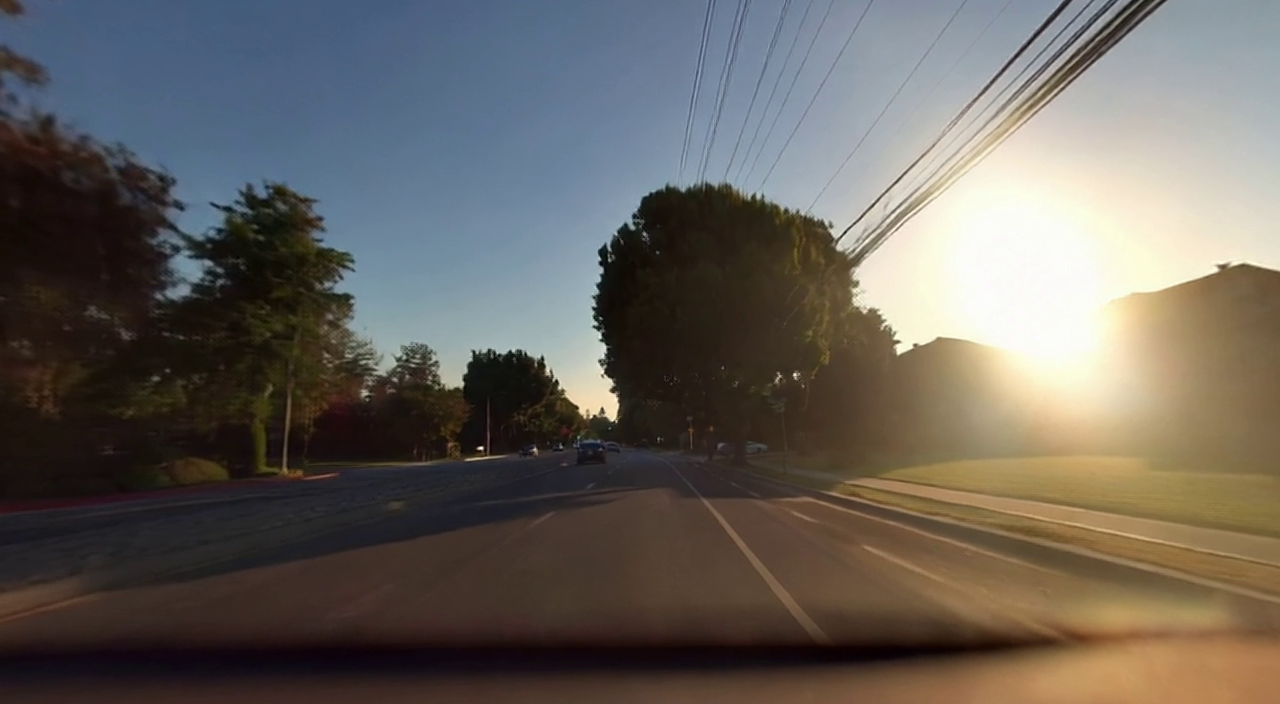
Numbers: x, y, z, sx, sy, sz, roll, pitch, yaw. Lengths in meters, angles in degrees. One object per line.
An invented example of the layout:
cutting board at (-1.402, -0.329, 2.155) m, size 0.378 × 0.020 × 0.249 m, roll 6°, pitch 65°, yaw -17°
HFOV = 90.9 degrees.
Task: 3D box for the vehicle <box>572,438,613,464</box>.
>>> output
vehicle at (-2.906, 6.145, 39.266) m, size 2.084 × 1.466 × 4.522 m, roll 0°, pitch -9°, yaw 2°
